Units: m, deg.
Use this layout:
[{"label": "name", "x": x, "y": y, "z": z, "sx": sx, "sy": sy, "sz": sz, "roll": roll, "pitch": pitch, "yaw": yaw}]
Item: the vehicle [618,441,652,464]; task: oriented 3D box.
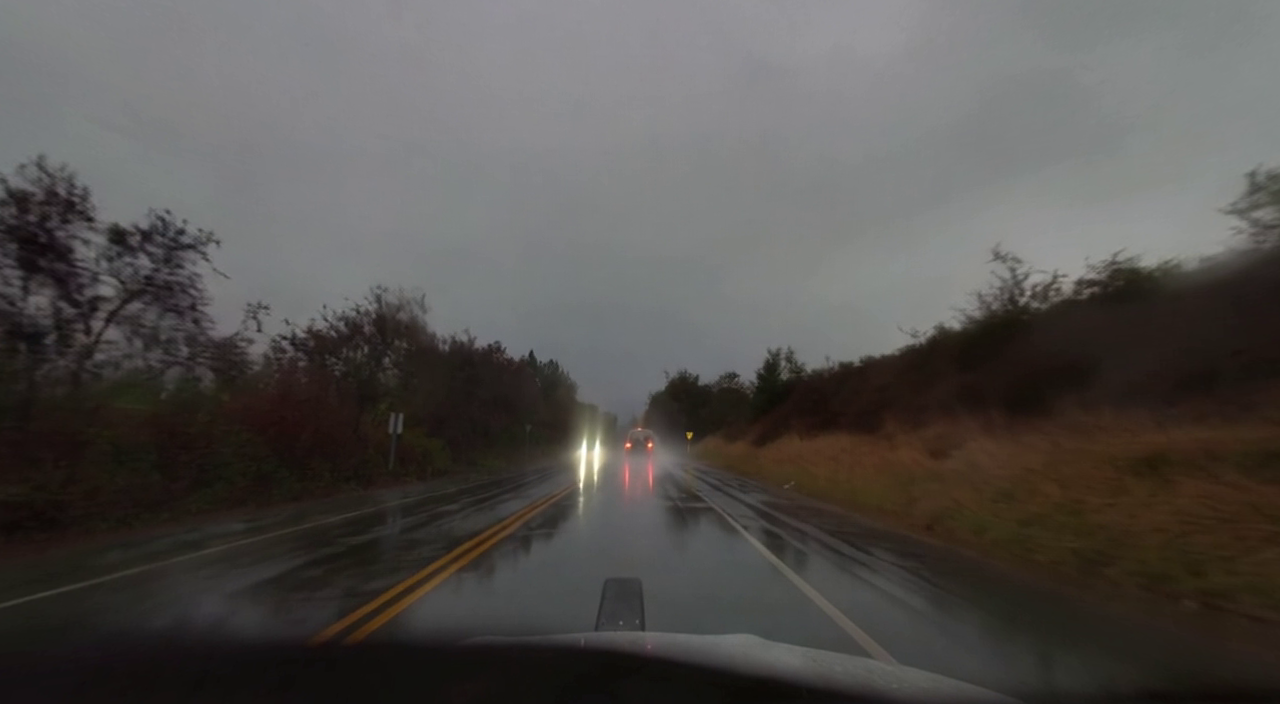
[{"label": "vehicle", "x": -0.347, "y": 6.865, "z": 43.307, "sx": 2.186, "sy": 1.486, "sz": 3.861, "roll": 0, "pitch": -9, "yaw": 0}]
